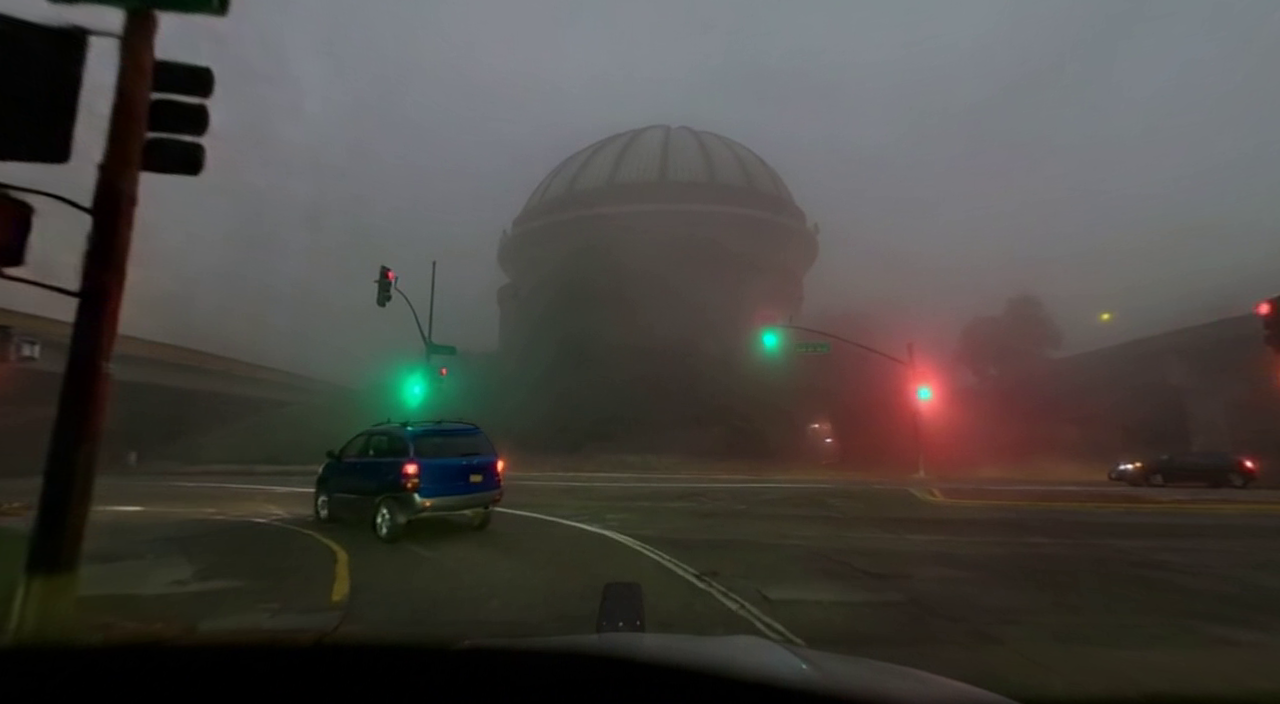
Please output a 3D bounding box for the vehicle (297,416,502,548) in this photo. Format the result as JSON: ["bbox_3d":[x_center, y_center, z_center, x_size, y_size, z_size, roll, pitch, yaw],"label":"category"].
[{"bbox_3d":[-3.881,1.890,9.806,1.976,1.584,3.772,7,-10,-36],"label":"vehicle"}]

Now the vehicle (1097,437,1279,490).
[{"bbox_3d":[18.555,3.764,21.441,4.345,1.672,1.973,0,-9,1],"label":"vehicle"}]
